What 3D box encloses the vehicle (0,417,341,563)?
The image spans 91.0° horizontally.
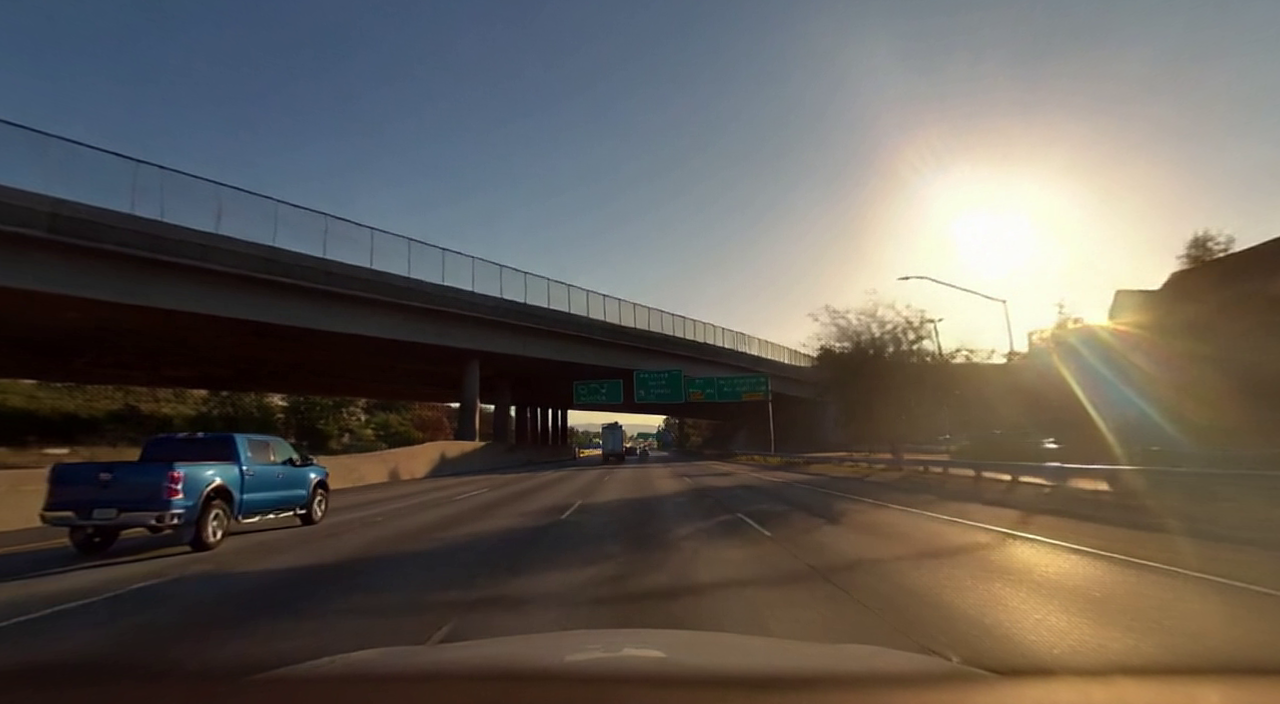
[{"bbox_3d":[-6.995,2.012,9.954,2.168,1.729,4.724,0,-9,0],"label":"vehicle"}]
